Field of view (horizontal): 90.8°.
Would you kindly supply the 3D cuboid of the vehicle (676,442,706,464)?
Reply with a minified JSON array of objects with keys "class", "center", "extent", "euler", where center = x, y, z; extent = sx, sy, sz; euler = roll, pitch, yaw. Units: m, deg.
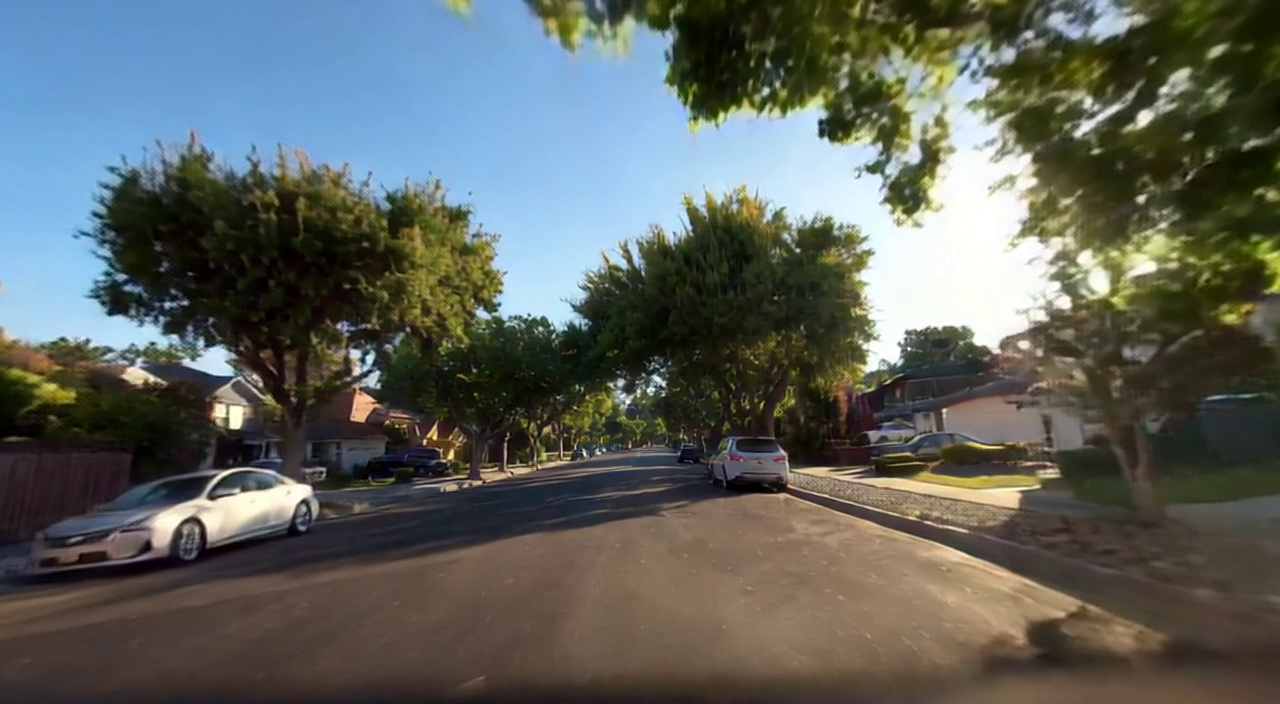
[{"class":"vehicle","center":[3.692,7.445,46.735],"extent":[2.016,1.567,4.228],"euler":[-1,-8,2]}]

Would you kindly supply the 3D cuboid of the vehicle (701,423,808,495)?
[{"class":"vehicle","center":[3.293,3.225,19.391],"extent":[2.241,1.875,5.059],"euler":[0,-8,-1]}]

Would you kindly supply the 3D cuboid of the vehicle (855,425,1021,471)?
[{"class":"vehicle","center":[10.601,3.495,22.893],"extent":[5.041,1.486,1.969],"euler":[-3,-9,13]}]

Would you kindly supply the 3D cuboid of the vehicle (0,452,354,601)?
[{"class":"vehicle","center":[-6.250,2.298,9.232],"extent":[2.099,1.399,4.357],"euler":[-4,-8,1]}]

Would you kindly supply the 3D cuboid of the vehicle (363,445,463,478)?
[{"class":"vehicle","center":[-12.917,6.215,36.138],"extent":[4.928,1.797,1.981],"euler":[-1,-9,2]}]
